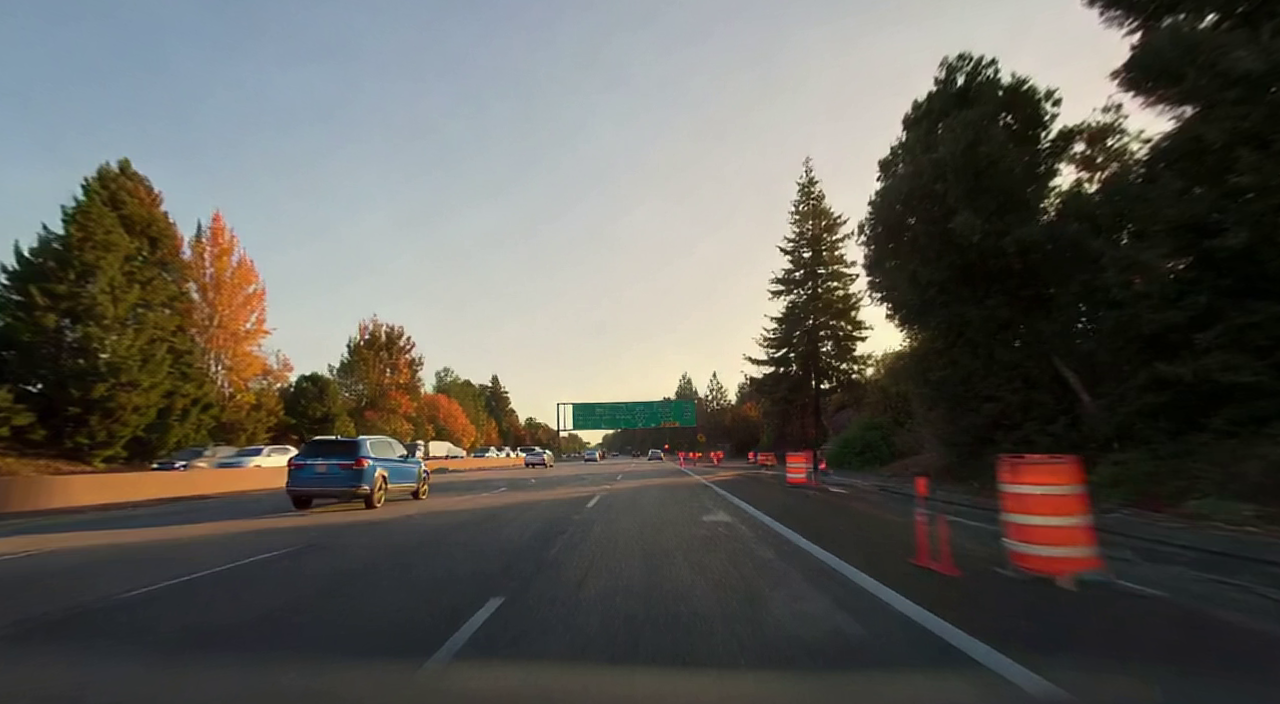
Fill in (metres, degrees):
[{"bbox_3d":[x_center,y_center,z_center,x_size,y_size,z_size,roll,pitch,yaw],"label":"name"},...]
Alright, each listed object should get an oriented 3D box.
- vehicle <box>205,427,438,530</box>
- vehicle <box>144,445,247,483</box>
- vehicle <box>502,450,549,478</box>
[{"bbox_3d":[-6.195,2.508,13.102,2.402,1.733,4.512,0,-9,1],"label":"vehicle"},{"bbox_3d":[-18.518,4.652,26.428,1.634,1.479,3.579,0,-9,1],"label":"vehicle"},{"bbox_3d":[-6.571,6.462,36.588,1.895,1.506,4.245,0,-9,1],"label":"vehicle"}]
